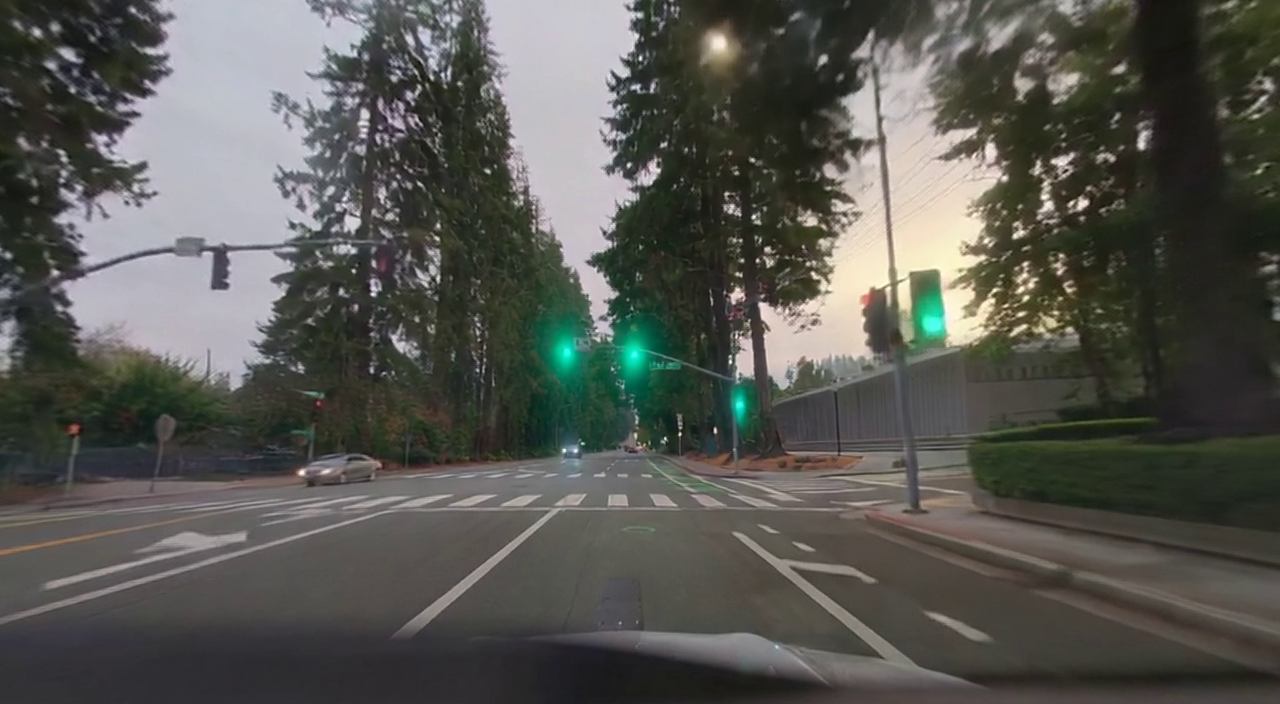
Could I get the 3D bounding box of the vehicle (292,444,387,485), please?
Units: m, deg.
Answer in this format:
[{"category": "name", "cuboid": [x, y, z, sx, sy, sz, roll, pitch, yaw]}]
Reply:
[{"category": "vehicle", "cuboid": [-14.450, 5.411, 30.757, 2.113, 1.804, 4.732, 0, -8, 2]}]
